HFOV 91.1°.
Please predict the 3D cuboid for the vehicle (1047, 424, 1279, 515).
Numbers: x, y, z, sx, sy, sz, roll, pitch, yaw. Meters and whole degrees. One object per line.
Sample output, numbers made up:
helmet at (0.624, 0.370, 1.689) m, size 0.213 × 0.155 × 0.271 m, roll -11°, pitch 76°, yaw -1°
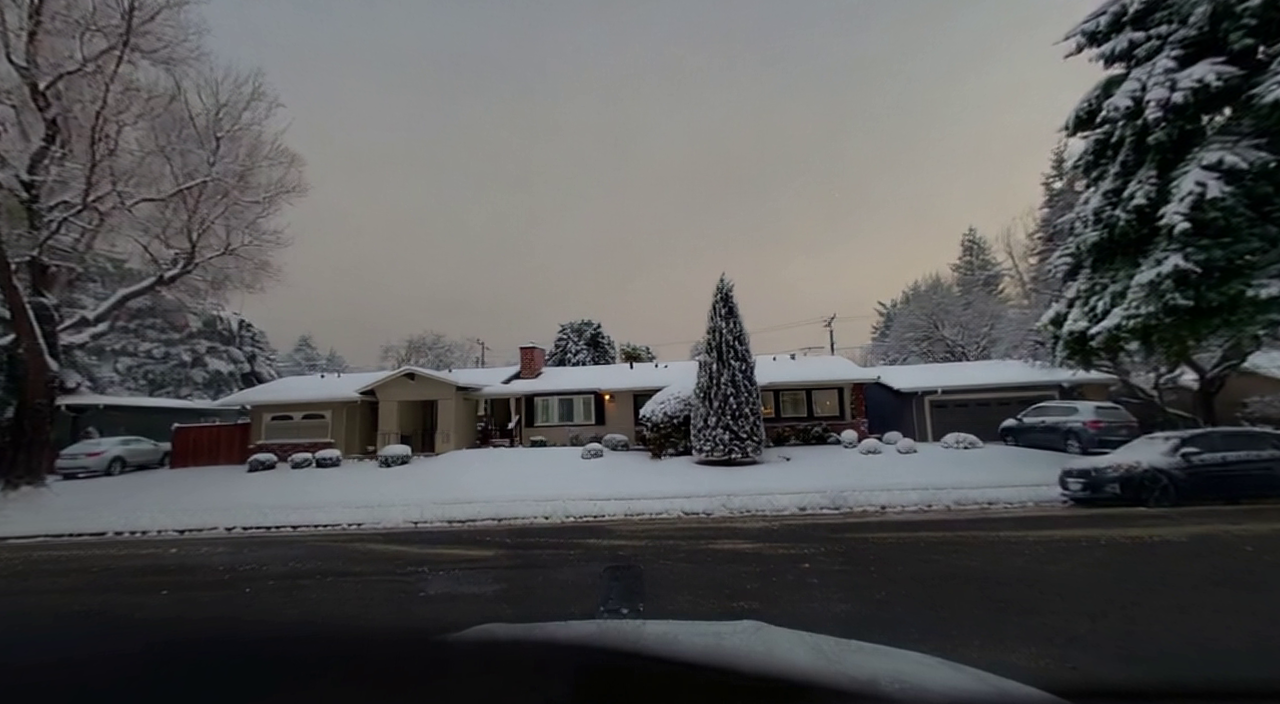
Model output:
vehicle at (10.942, 2.245, 12.228) m, size 4.658 × 1.615 × 1.894 m, roll 0°, pitch -9°, yaw -1°
